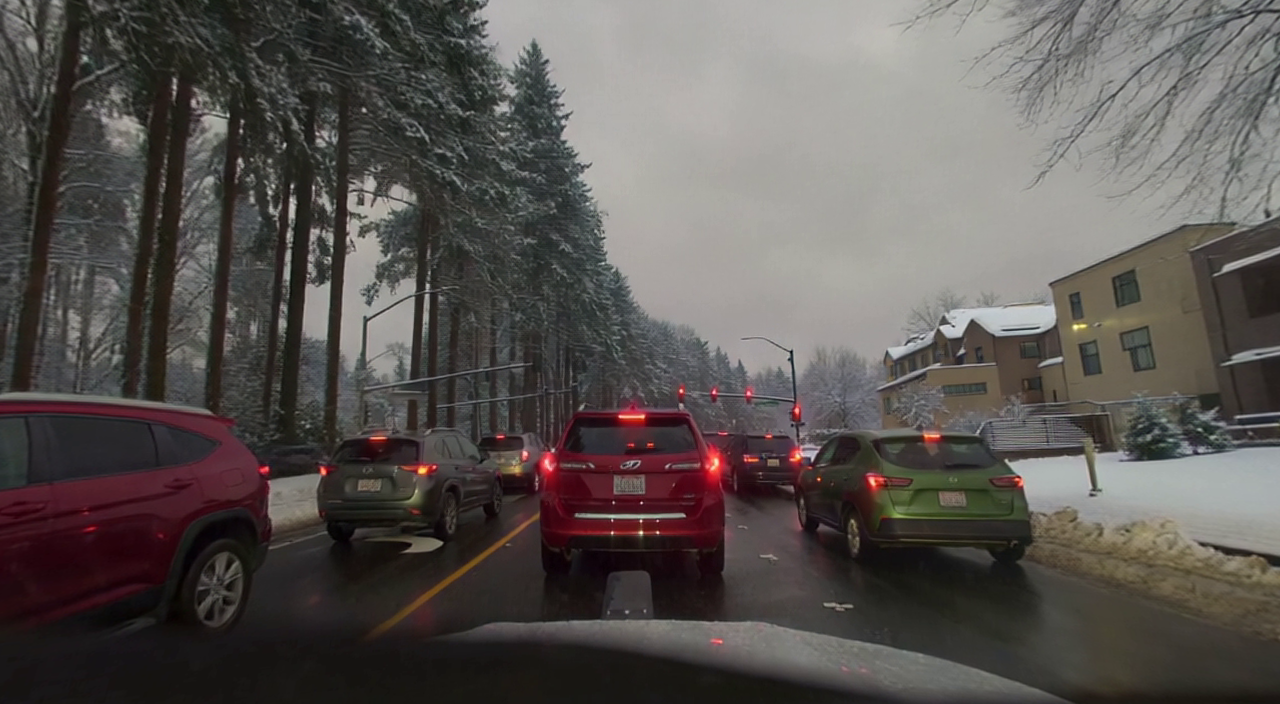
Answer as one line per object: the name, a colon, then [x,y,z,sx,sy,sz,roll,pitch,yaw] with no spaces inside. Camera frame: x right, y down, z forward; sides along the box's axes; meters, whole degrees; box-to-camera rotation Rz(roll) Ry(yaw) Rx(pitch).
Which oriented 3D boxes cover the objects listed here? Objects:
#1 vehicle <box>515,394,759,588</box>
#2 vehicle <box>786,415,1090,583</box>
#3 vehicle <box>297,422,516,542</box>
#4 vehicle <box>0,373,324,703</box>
vehicle: [-0.011,1.551,7.781,2.193,1.744,4.033,0,-8,0]
vehicle: [3.261,1.666,7.865,1.922,1.579,3.642,0,-8,-1]
vehicle: [-3.656,2.116,10.918,2.042,1.641,4.314,0,-8,1]
vehicle: [-3.781,0.996,3.304,1.929,1.641,4.193,0,-8,2]
